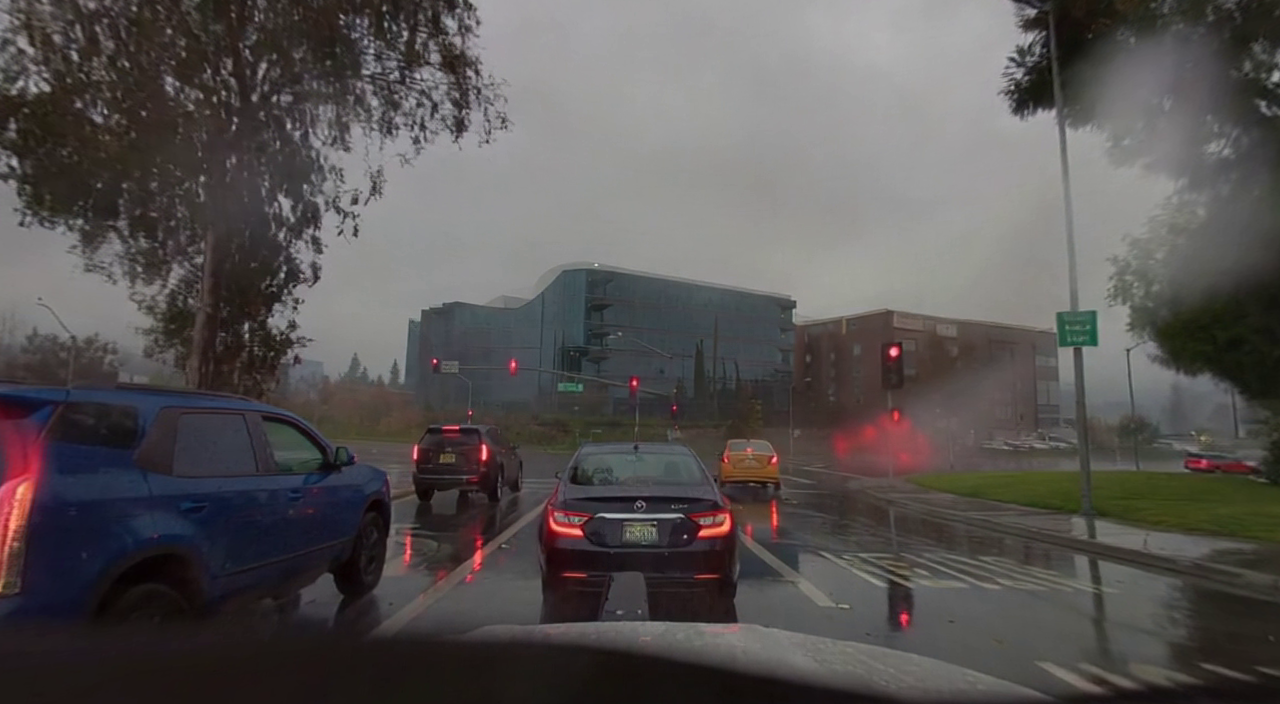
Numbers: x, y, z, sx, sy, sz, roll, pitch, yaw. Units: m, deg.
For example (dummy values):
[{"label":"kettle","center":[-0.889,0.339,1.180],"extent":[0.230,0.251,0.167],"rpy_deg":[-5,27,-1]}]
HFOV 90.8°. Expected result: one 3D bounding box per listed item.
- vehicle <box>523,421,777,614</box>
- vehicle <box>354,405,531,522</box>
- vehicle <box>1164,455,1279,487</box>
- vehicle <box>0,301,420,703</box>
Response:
[{"label":"vehicle","center":[-0.060,1.623,7.246],"extent":[2.001,1.483,4.442],"rpy_deg":[0,-8,-4]},{"label":"vehicle","center":[-3.870,2.319,13.700],"extent":[2.305,1.984,5.586],"rpy_deg":[0,-8,-3]},{"label":"vehicle","center":[36.509,7.446,39.712],"extent":[4.874,1.854,2.230],"rpy_deg":[-1,-8,4]},{"label":"vehicle","center":[-3.139,1.009,4.135],"extent":[1.924,1.737,4.387],"rpy_deg":[0,-8,-2]}]
